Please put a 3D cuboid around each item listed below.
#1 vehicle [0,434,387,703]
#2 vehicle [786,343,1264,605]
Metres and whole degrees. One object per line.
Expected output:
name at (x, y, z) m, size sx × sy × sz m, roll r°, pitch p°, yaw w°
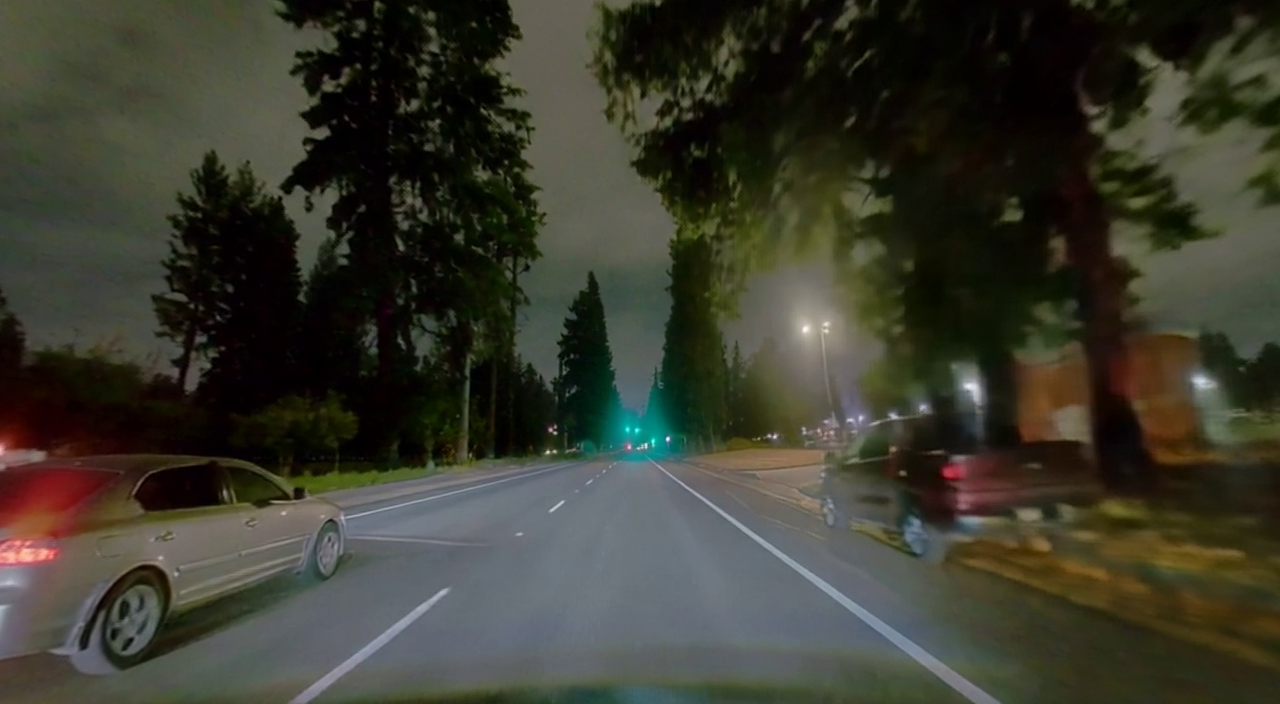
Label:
vehicle at (-3.987, 1.455, 5.331) m, size 1.946 × 1.437 × 4.154 m, roll 0°, pitch -8°, yaw 0°
vehicle at (4.318, 1.604, 9.319) m, size 2.554 × 2.388 × 6.973 m, roll 0°, pitch -8°, yaw -1°
